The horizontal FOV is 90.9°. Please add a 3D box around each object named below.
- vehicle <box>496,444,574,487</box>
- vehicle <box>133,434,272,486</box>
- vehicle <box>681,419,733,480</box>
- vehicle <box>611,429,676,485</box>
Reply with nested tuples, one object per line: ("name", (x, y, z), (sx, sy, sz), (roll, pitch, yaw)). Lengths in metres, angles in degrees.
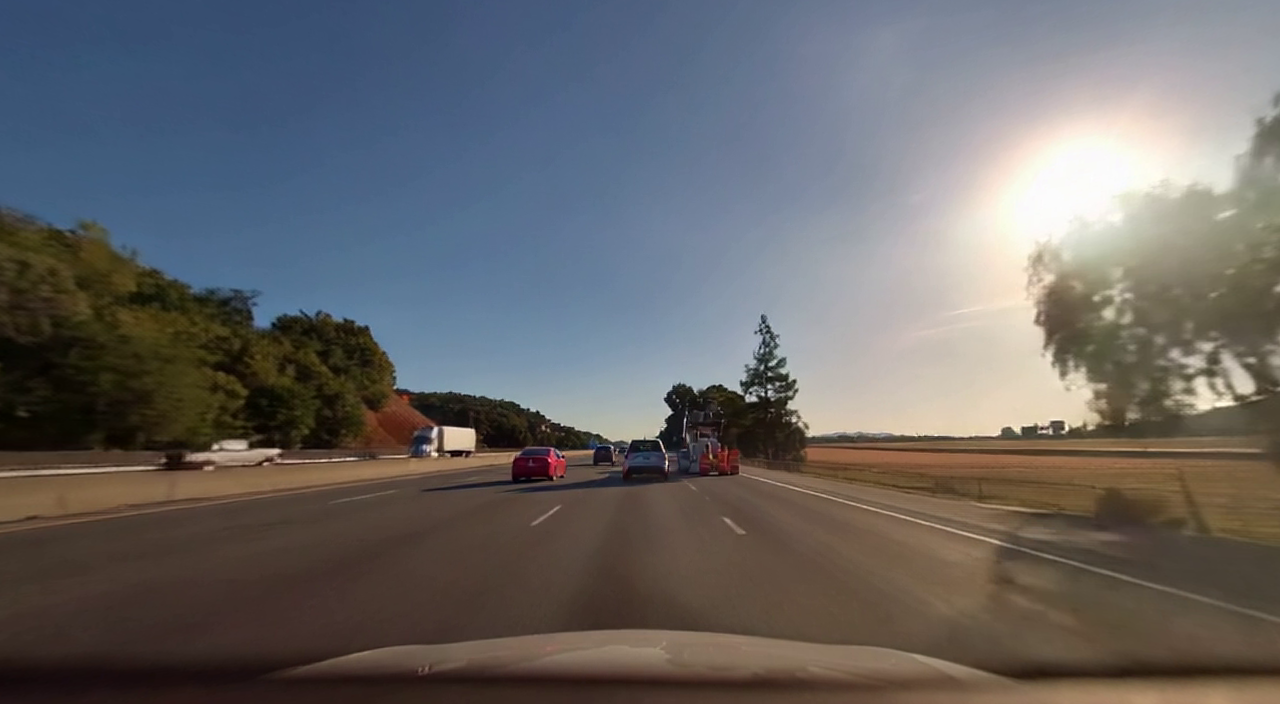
("vehicle", (-3.872, 4.247, 23.980), (2.096, 1.469, 4.319), (0, -8, 2))
("vehicle", (-17.616, 4.351, 25.787), (1.992, 1.886, 5.013), (0, -8, 1))
("vehicle", (4.533, 6.869, 44.751), (2.793, 3.828, 9.580), (0, -9, 1))
("vehicle", (0.133, 4.089, 24.868), (2.308, 1.993, 4.631), (0, -8, 1))
